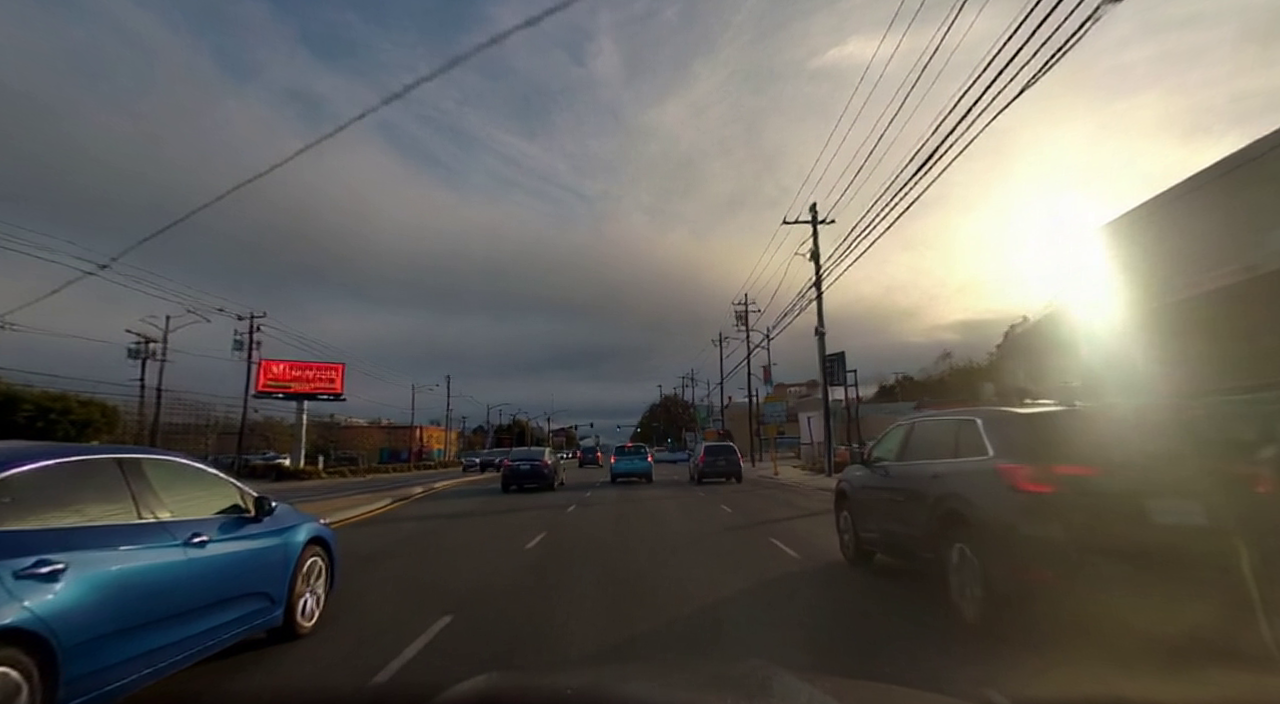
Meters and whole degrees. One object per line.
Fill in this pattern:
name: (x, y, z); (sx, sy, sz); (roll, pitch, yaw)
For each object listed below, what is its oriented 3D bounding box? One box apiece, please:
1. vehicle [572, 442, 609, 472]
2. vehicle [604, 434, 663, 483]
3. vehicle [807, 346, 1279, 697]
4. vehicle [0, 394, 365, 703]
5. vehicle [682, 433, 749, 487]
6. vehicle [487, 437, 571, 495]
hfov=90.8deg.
vehicle: (-3.576, 7.660, 46.594); (2.405, 2.009, 5.909); (0, -8, -1)
vehicle: (-0.316, 4.574, 27.405); (2.326, 1.925, 4.253); (0, -8, -1)
vehicle: (3.429, 1.257, 5.962); (2.282, 1.897, 4.915); (0, -8, -1)
vehicle: (-3.246, 1.005, 2.867); (2.022, 1.498, 4.471); (0, -8, -1)
vehicle: (2.885, 4.214, 24.984); (2.026, 1.904, 4.102); (0, -8, -1)
vehicle: (-3.511, 3.660, 20.692); (2.051, 1.671, 3.861); (0, -8, 0)
